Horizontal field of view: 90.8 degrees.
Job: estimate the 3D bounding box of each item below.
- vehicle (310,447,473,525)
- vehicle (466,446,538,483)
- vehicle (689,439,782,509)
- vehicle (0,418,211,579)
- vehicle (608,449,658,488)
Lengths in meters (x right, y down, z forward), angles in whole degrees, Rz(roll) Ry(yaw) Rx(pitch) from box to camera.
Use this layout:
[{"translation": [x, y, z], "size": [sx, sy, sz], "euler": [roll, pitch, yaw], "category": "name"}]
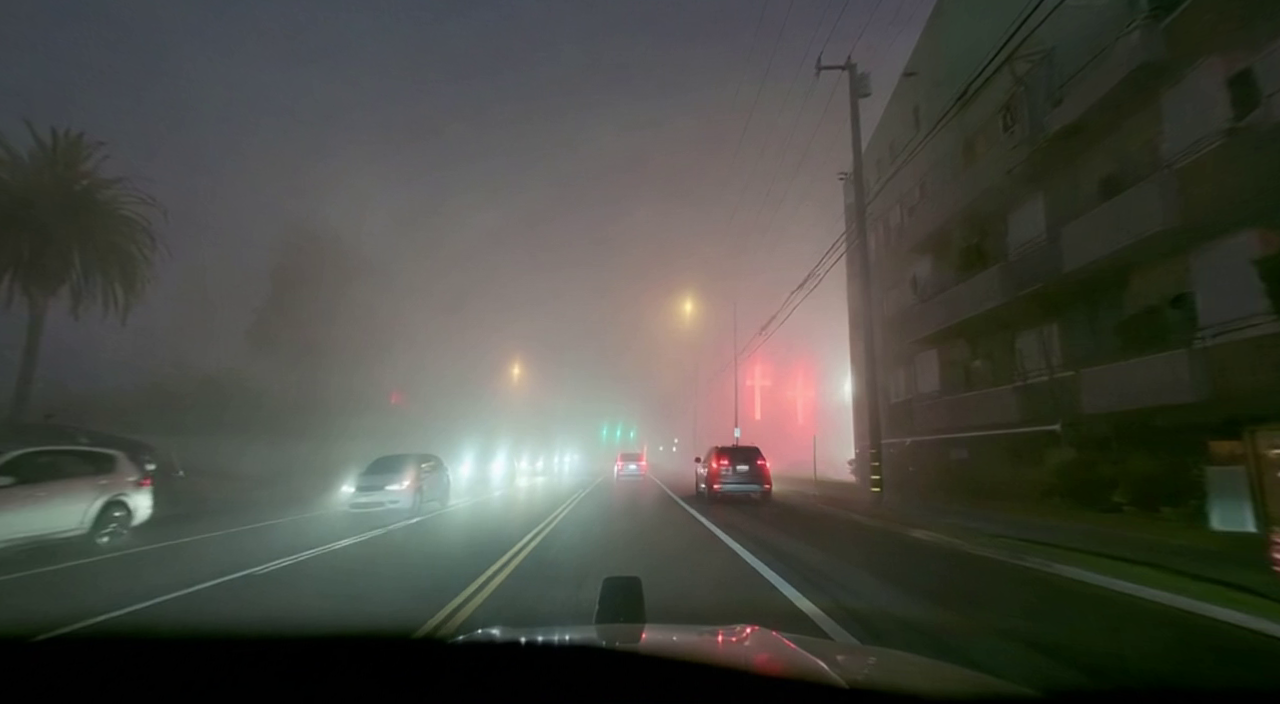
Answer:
[{"translation": [-5.763, 3.127, 15.459], "size": [2.106, 1.566, 4.631], "euler": [0, -8, 0], "category": "vehicle"}, {"translation": [-5.900, 4.843, 27.594], "size": [2.083, 1.451, 4.707], "euler": [0, -8, 0], "category": "vehicle"}, {"translation": [2.732, 3.599, 19.211], "size": [1.995, 1.858, 4.333], "euler": [0, -8, -2], "category": "vehicle"}, {"translation": [-9.022, 2.031, 9.258], "size": [2.218, 1.962, 4.611], "euler": [0, -8, 0], "category": "vehicle"}, {"translation": [-0.336, 5.459, 29.861], "size": [2.196, 1.655, 3.939], "euler": [0, -8, -1], "category": "vehicle"}]
